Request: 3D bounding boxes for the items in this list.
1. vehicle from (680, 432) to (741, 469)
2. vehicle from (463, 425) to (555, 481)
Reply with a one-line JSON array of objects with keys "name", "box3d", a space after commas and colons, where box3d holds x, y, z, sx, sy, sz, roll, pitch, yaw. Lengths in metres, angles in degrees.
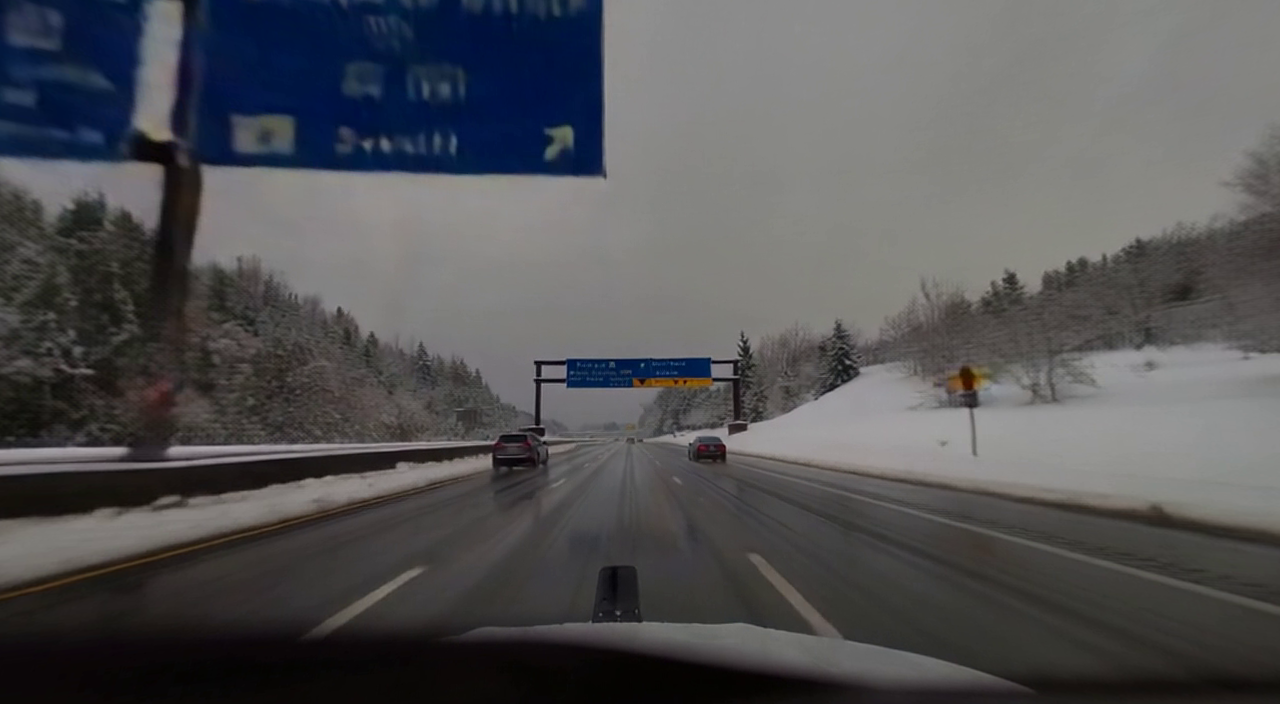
[{"name": "vehicle", "box3d": [3.090, 4.402, 28.501, 2.077, 1.523, 4.539, 0, -8, -2]}, {"name": "vehicle", "box3d": [-4.241, 3.337, 21.128, 2.219, 1.660, 4.153, 0, -8, 0]}]
